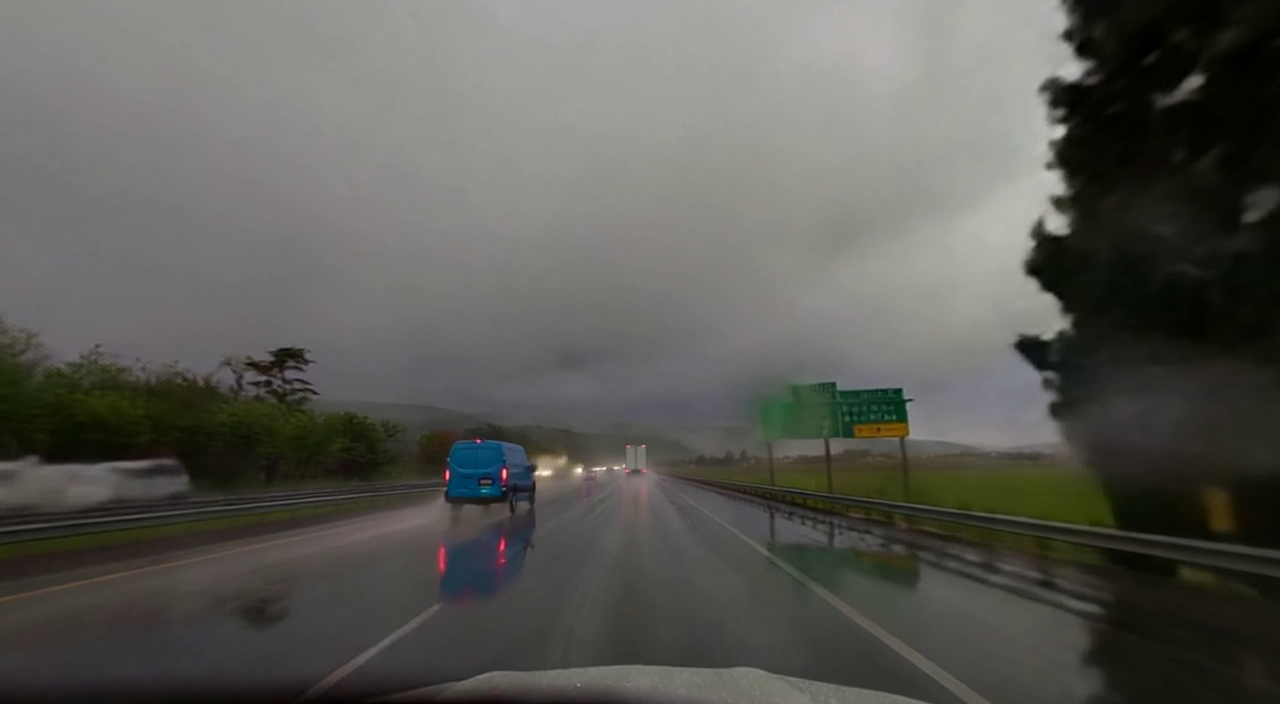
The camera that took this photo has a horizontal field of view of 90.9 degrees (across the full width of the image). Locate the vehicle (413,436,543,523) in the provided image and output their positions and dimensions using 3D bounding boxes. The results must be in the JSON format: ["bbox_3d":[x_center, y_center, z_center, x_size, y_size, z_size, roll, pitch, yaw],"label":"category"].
[{"bbox_3d":[-4.125,3.391,17.033,2.208,1.973,4.716,1,-10,0],"label":"vehicle"}]
